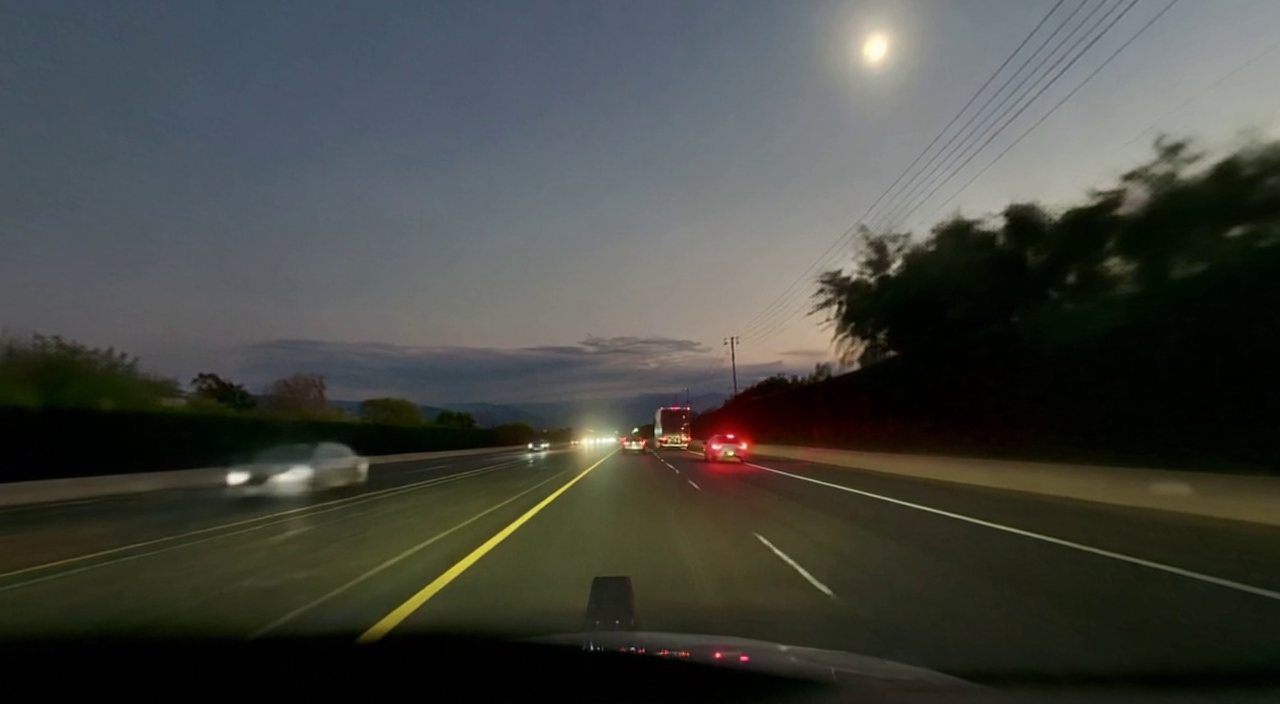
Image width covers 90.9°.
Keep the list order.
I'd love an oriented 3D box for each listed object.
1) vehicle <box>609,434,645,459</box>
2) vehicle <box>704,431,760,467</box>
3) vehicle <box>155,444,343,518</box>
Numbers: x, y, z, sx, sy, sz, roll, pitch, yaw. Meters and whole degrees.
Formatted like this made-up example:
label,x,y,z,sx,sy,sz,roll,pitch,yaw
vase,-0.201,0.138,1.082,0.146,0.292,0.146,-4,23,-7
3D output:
label,x,y,z,sx,sy,sz,roll,pitch,yaw
vehicle,-0.842,6.004,40.201,2.163,1.466,3.693,0,-8,-1
vehicle,4.256,4.557,29.832,1.930,1.573,3.853,0,-8,-2
vehicle,-9.151,2.990,15.302,1.820,1.451,4.375,0,-8,-1
